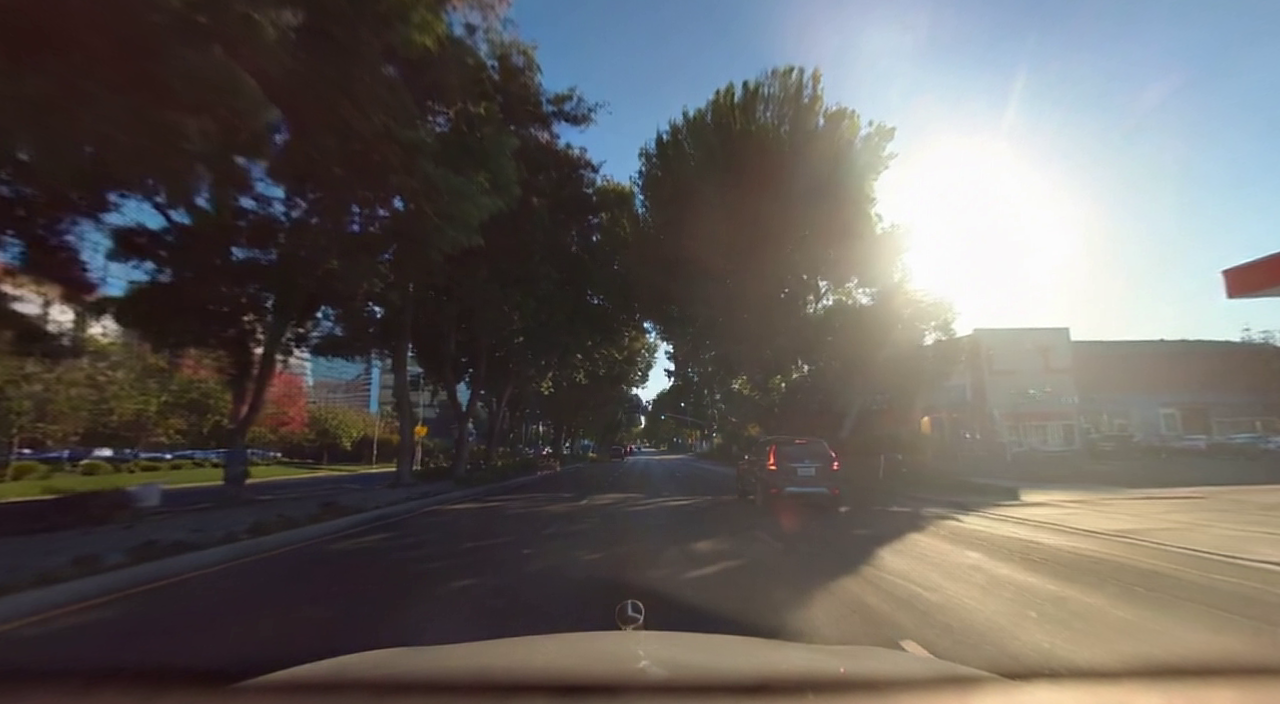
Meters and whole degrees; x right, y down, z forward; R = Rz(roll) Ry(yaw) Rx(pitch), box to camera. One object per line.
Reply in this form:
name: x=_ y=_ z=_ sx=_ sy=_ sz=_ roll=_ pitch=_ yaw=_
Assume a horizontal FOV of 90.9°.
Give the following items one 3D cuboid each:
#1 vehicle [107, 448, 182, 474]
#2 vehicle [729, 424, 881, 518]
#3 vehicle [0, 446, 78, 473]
vehicle: x=-32.118 y=7.064 z=40.896 sx=3.472 sy=1.423 sz=1.760 roll=-4 pitch=-8 yaw=1
vehicle: x=3.489 y=2.640 z=14.486 sx=2.151 sy=1.771 sz=4.792 roll=0 pitch=-9 yaw=-1
vehicle: x=-32.072 y=5.596 z=32.930 sx=3.666 sy=1.365 sz=1.853 roll=0 pitch=-8 yaw=2
